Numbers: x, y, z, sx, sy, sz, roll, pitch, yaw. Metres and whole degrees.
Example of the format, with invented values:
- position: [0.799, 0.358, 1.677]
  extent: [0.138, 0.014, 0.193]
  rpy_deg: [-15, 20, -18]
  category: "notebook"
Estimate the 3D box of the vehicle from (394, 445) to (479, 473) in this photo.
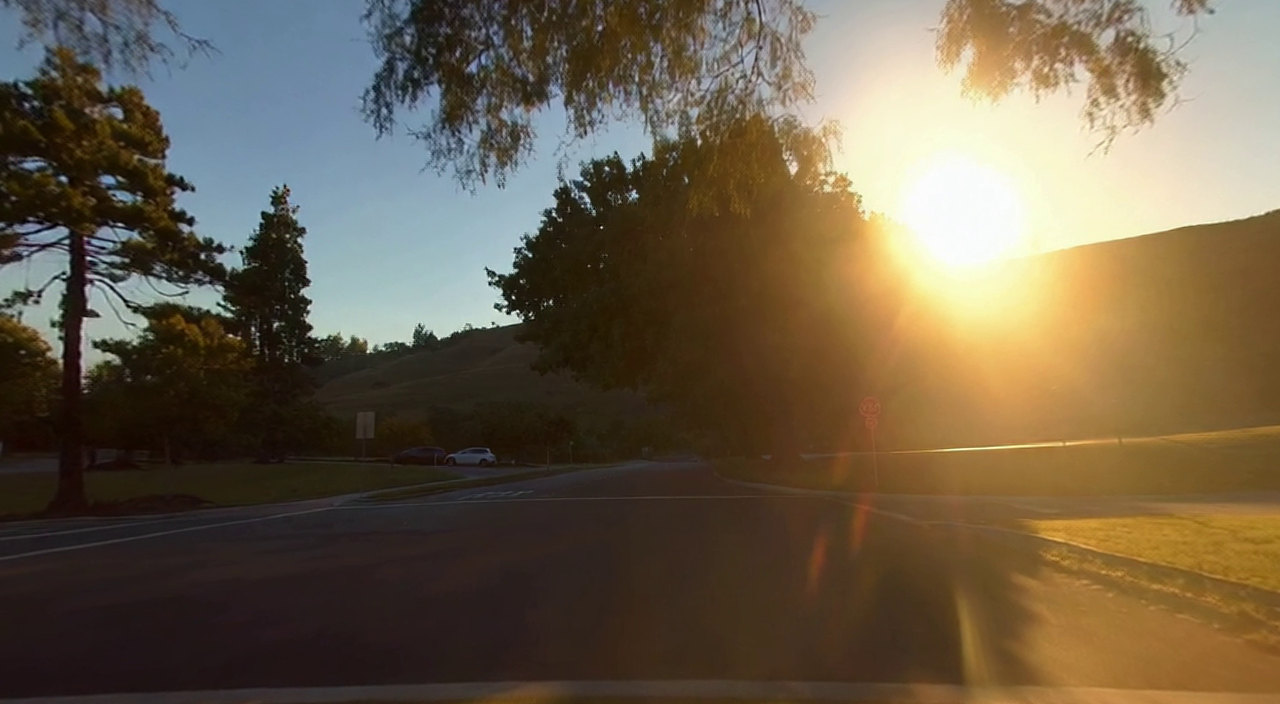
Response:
- position: [-12.680, 6.671, 39.407]
  extent: [4.590, 1.735, 1.973]
  rpy_deg: [0, -9, 3]
  category: "vehicle"
